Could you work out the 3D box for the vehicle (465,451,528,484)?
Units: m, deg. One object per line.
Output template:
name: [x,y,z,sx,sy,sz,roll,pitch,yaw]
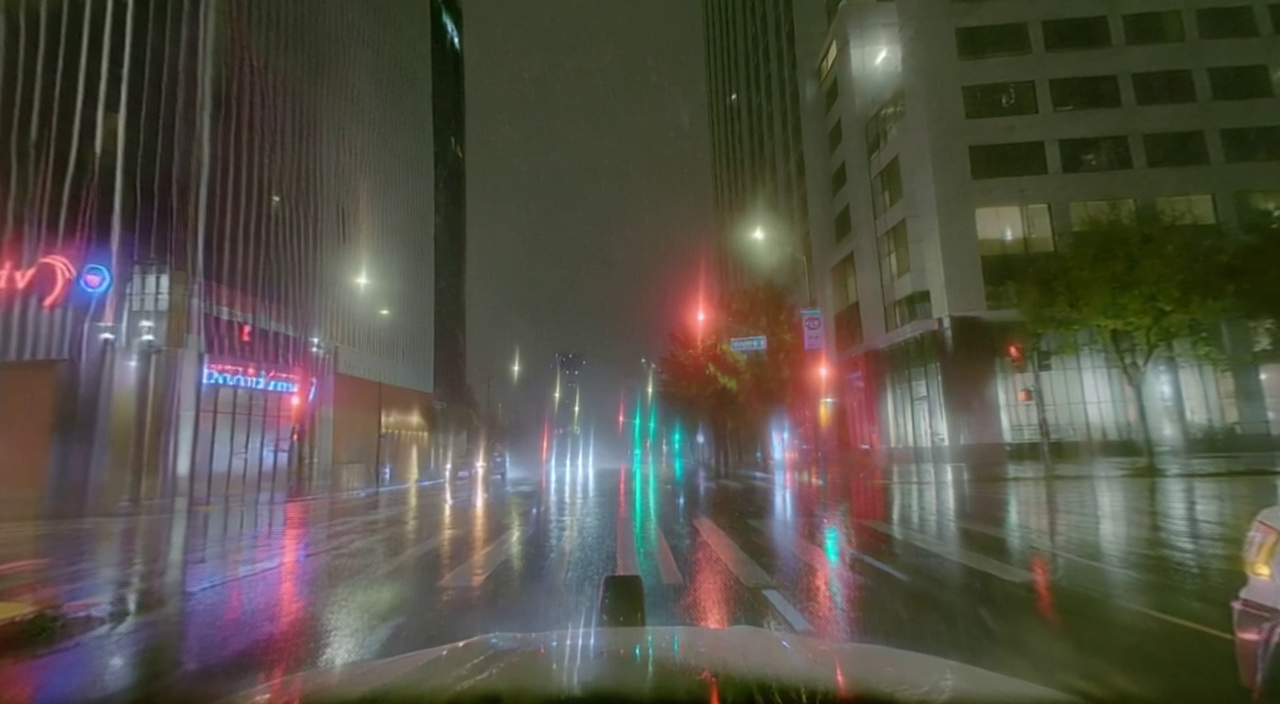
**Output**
vehicle: [-7.033,5.674,31.355,1.893,1.451,4.276,-1,-9,3]
